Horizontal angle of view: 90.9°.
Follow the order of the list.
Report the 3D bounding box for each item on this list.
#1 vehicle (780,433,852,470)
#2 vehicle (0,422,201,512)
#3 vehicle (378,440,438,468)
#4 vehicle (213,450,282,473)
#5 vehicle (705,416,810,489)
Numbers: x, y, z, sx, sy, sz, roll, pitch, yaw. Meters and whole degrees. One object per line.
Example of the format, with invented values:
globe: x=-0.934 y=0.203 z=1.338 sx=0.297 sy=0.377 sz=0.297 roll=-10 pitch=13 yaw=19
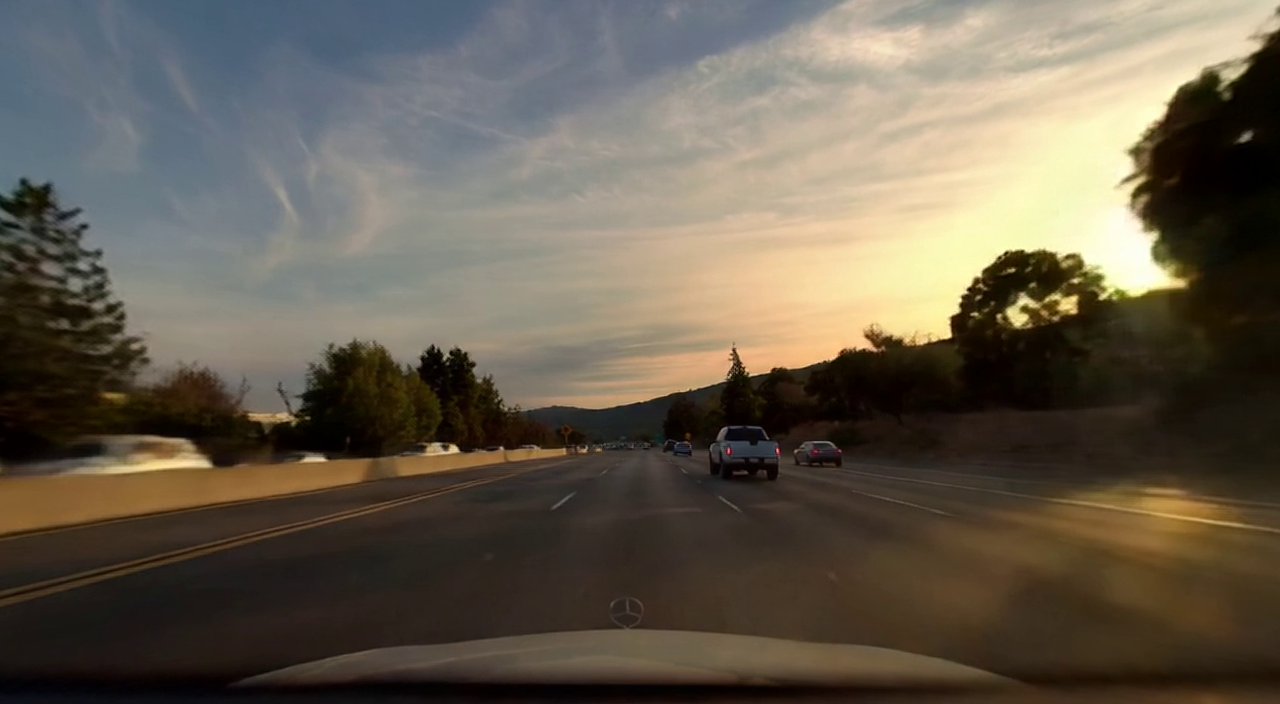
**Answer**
vehicle: x=8.439 y=4.797 z=30.650 sx=2.045 sy=1.658 sz=4.598 roll=0 pitch=-8 yaw=-2
vehicle: x=-14.160 y=2.775 z=15.810 sx=2.297 sy=1.834 sz=5.498 roll=0 pitch=-8 yaw=0
vehicle: x=-14.291 y=6.291 z=39.114 sx=1.978 sy=1.626 sz=4.596 roll=0 pitch=-8 yaw=0
vehicle: x=-28.503 y=7.958 z=45.996 sx=1.902 sy=1.475 sz=4.778 roll=-1 pitch=-8 yaw=0
vehicle: x=3.471 y=3.135 z=19.967 sx=2.218 sy=1.964 sz=5.662 roll=0 pitch=-8 yaw=0
